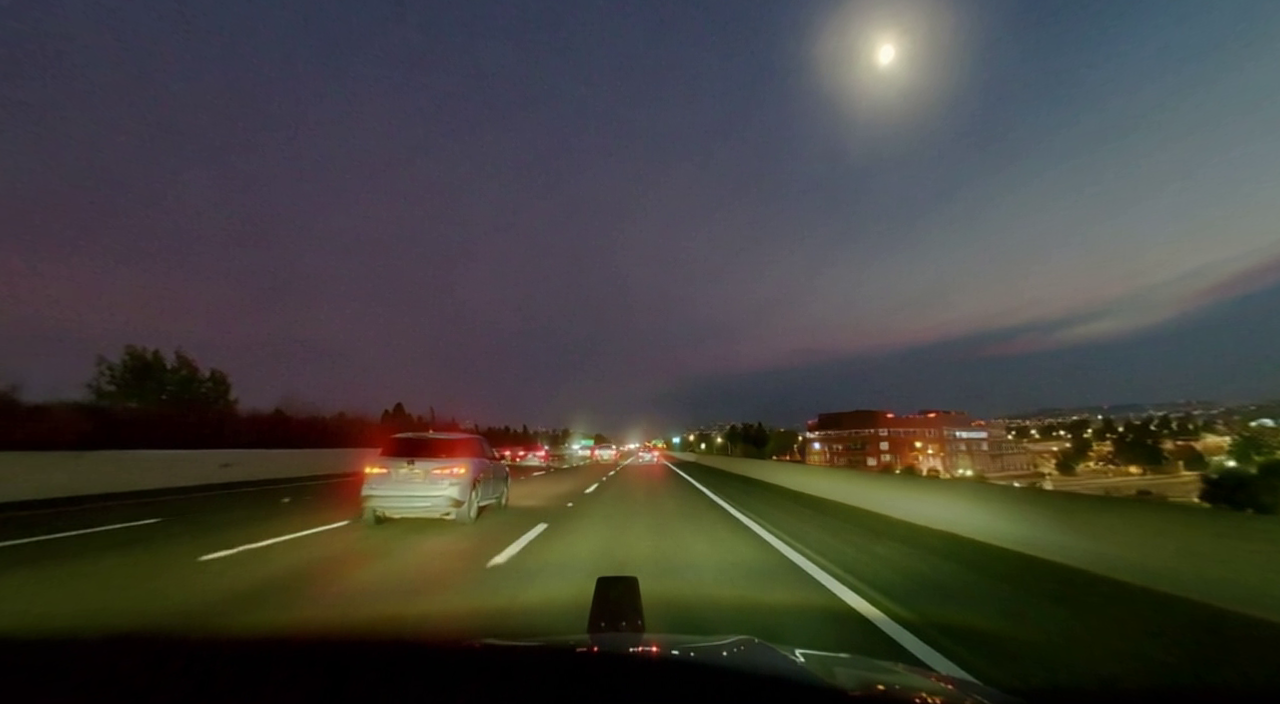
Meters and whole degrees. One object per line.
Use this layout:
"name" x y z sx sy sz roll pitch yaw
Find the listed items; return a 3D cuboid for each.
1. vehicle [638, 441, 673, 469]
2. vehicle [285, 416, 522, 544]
"vehicle" 0.957 6.631 40.898 2.135 1.697 4.757 0 -8 0
"vehicle" -3.673 2.097 11.049 2.136 1.718 4.873 0 -8 2
